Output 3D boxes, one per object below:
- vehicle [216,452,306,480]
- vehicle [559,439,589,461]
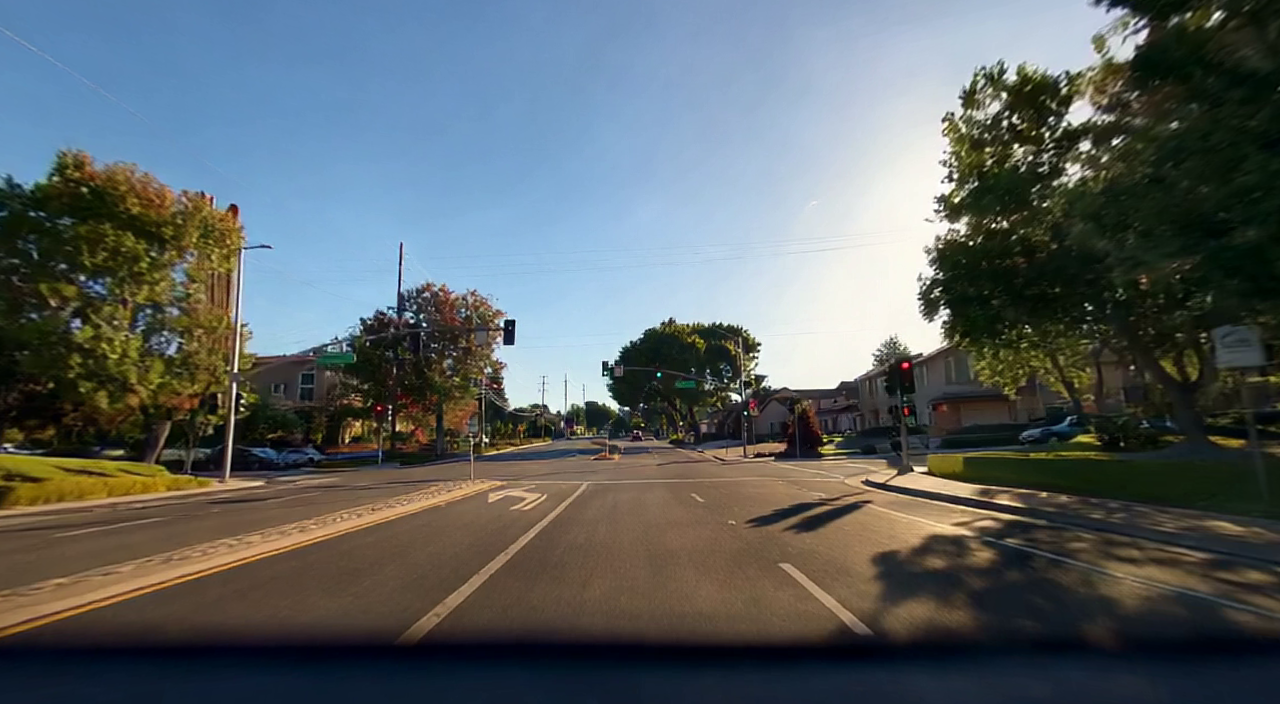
[{"bbox_3d":[-24.658,7.418,41.153,4.553,1.722,1.915,0,-8,-2],"label":"vehicle"},{"bbox_3d":[-5.110,7.693,49.658,1.948,1.471,5.408,2,-7,-2],"label":"vehicle"}]
